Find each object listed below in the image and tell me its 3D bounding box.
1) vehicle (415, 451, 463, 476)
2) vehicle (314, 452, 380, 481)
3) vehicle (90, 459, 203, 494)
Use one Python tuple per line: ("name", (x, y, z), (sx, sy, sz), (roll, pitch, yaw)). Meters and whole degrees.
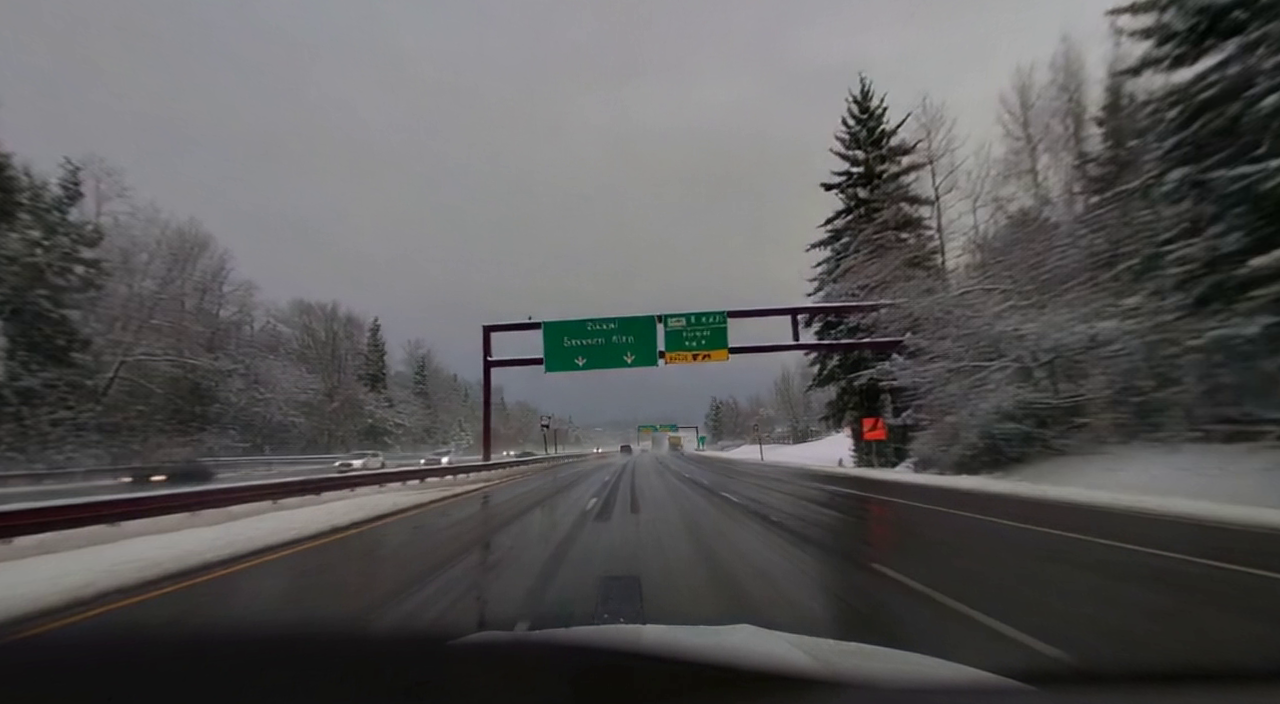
("vehicle", (-14.374, 7.954, 45.337), (1.983, 1.652, 4.376), (0, -9, 0))
("vehicle", (-18.230, 7.133, 39.447), (1.914, 1.619, 4.491), (0, -9, 0))
("vehicle", (-23.687, 5.956, 30.495), (1.895, 1.465, 4.538), (0, -9, -2))
